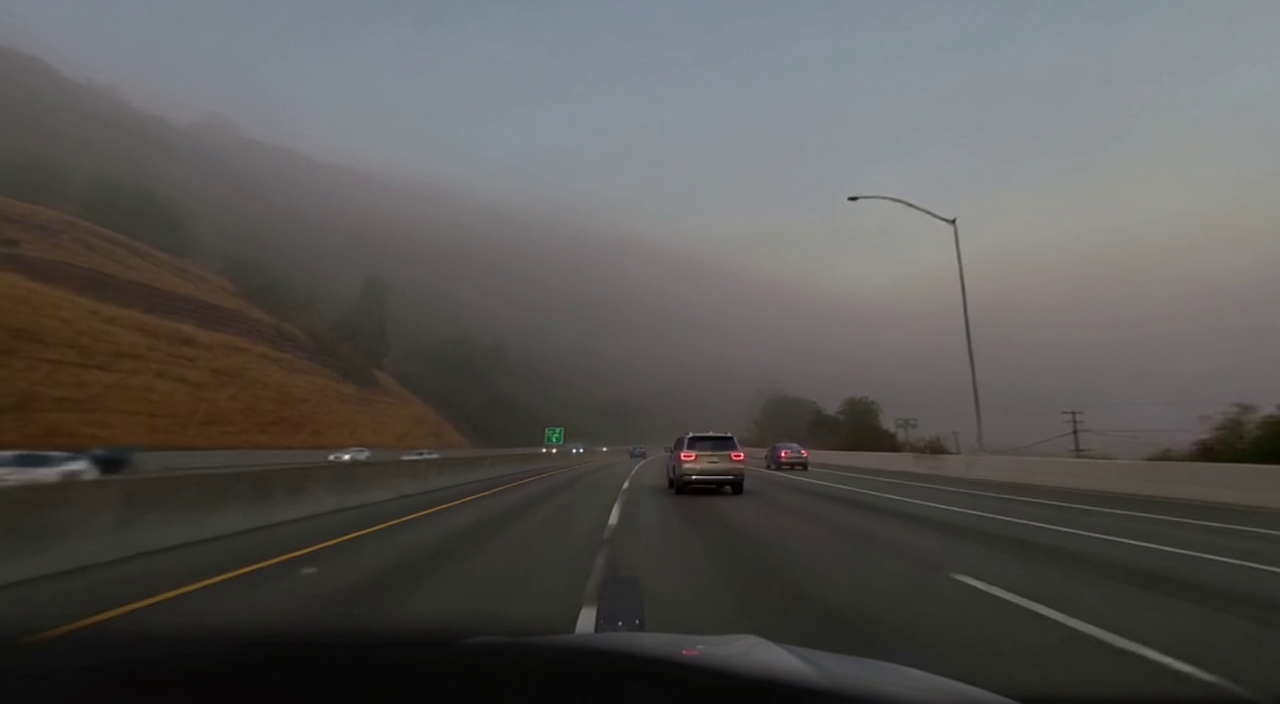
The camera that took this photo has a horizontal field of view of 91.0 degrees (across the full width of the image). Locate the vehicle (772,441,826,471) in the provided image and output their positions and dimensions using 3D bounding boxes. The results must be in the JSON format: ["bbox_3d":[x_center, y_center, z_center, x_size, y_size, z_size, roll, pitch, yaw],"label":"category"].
[{"bbox_3d":[9.566,6.296,38.324,2.043,1.714,4.453,0,-9,-1],"label":"vehicle"}]

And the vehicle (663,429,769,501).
[{"bbox_3d":[1.957,3.133,17.875,2.318,1.766,4.587,0,-9,-2],"label":"vehicle"}]

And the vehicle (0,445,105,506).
[{"bbox_3d":[-20.071,3.870,19.933,2.085,1.789,4.669,0,-9,1],"label":"vehicle"}]
